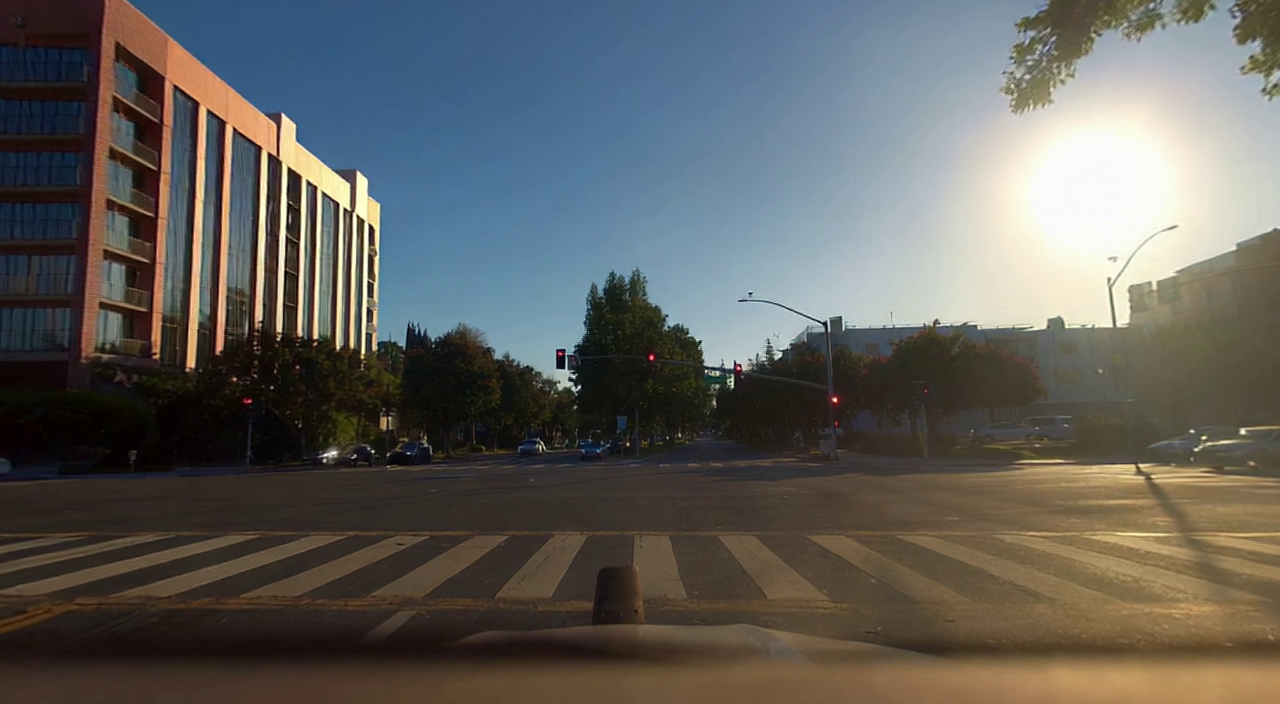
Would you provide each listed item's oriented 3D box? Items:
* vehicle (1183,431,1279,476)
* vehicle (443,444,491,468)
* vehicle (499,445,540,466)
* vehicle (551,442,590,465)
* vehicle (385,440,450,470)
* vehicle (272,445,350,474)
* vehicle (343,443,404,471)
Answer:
[{"bbox_3d":[22.320,3.573,22.253,4.474,1.477,1.908,0,-9,-3],"label":"vehicle"},{"bbox_3d":[-11.641,7.037,42.727,1.911,1.476,4.297,-1,-9,2],"label":"vehicle"},{"bbox_3d":[-8.095,6.986,42.625,1.910,1.321,3.692,0,-9,2],"label":"vehicle"},{"bbox_3d":[-4.530,6.690,41.685,1.954,1.431,4.050,-1,-9,2],"label":"vehicle"},{"bbox_3d":[-15.138,7.027,43.172,2.340,1.946,5.450,0,-9,2],"label":"vehicle"},{"bbox_3d":[-21.868,7.138,42.136,2.032,1.839,4.884,-2,-9,9],"label":"vehicle"},{"bbox_3d":[-18.545,7.322,43.998,2.237,1.801,4.541,0,-9,1],"label":"vehicle"}]
